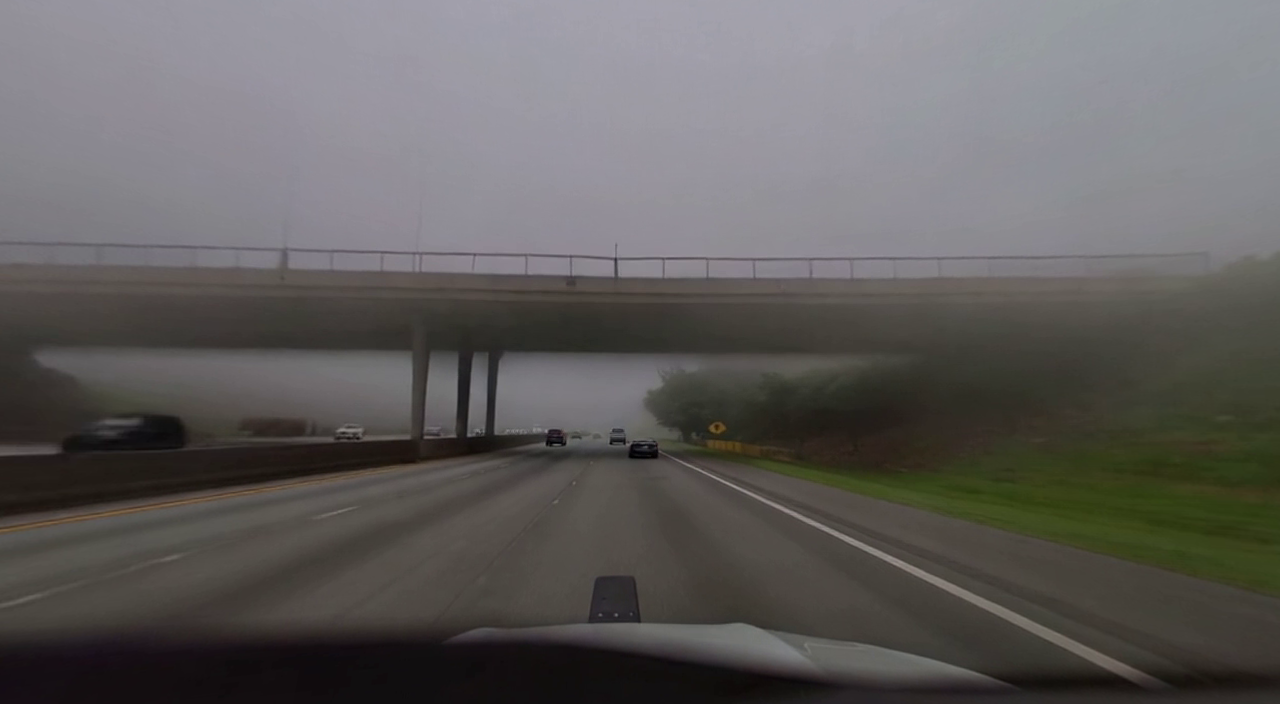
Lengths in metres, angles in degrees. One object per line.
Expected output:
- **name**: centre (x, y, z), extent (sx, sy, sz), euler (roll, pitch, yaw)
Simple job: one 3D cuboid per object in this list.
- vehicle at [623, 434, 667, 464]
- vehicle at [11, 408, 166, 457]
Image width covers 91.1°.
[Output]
- **vehicle**: centre (0.184, 4.762, 31.041), extent (1.999, 1.329, 3.913), euler (1, -8, -2)
- **vehicle**: centre (-16.760, 2.497, 19.345), extent (1.622, 1.361, 3.497), euler (1, -8, -2)
